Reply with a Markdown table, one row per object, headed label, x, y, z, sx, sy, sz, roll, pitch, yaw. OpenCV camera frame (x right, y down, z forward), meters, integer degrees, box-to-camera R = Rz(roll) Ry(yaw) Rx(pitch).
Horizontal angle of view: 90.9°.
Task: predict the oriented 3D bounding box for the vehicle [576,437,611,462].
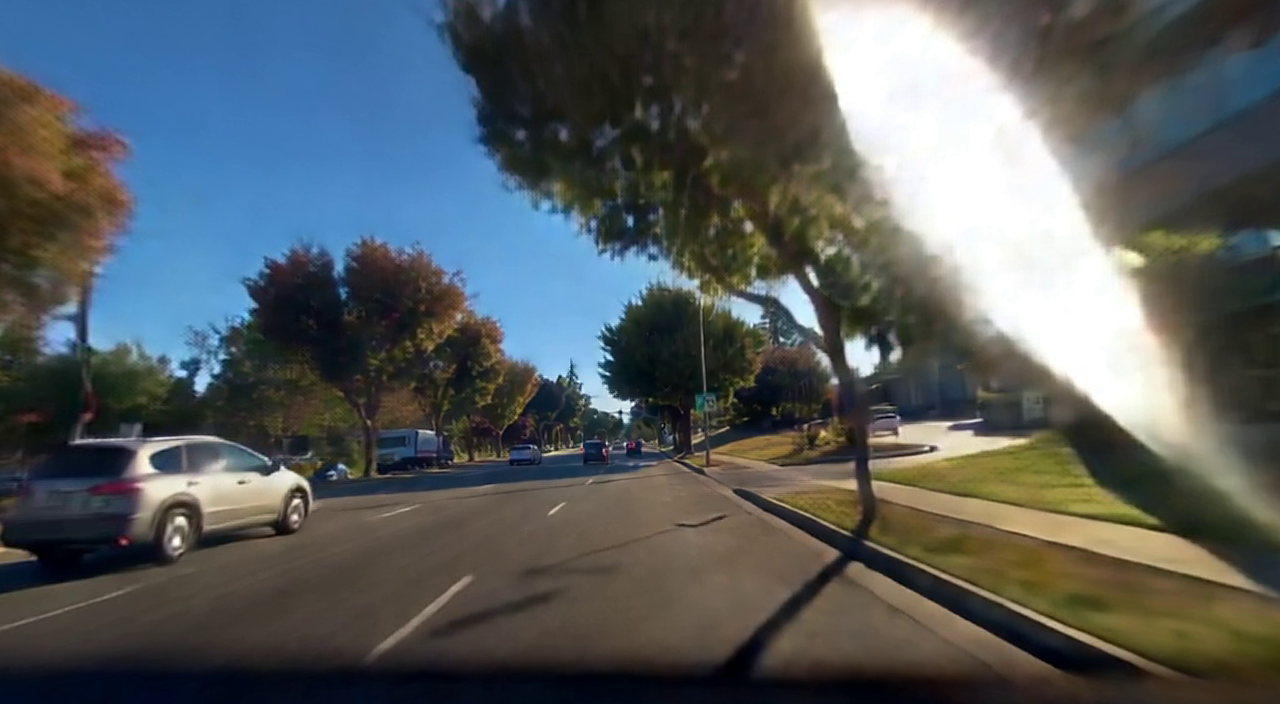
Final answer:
| label | x | y | z | sx | sy | sz | roll | pitch | yaw |
| --- | --- | --- | --- | --- | --- | --- | --- | --- | --- |
| vehicle | -3.222 | 6.876 | 44.416 | 2.100 | 1.661 | 3.837 | 0 | -9 | 1 |

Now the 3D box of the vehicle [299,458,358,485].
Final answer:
| label | x | y | z | sx | sy | sz | roll | pitch | yaw |
| --- | --- | --- | --- | --- | --- | --- | --- | --- | --- |
| vehicle | -21.949 | 8.414 | 44.607 | 1.900 | 1.467 | 4.655 | -5 | -8 | -1 |

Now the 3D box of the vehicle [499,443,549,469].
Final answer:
| label | x | y | z | sx | sy | sz | roll | pitch | yaw |
| --- | --- | --- | --- | --- | --- | --- | --- | --- | --- |
| vehicle | -6.688 | 6.039 | 36.830 | 2.072 | 1.427 | 4.328 | 0 | -9 | 0 |

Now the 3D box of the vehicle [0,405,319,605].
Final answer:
| label | x | y | z | sx | sy | sz | roll | pitch | yaw |
| --- | --- | --- | --- | --- | --- | --- | --- | --- | --- |
| vehicle | -6.605 | 1.783 | 8.314 | 2.137 | 1.835 | 4.844 | 0 | -9 | 0 |

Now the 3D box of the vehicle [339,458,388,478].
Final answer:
| label | x | y | z | sx | sy | sz | roll | pitch | yaw |
| --- | --- | --- | --- | --- | --- | --- | --- | --- | --- |
| vehicle | -21.830 | 9.168 | 49.971 | 1.783 | 1.456 | 4.350 | -1 | -9 | 3 |
